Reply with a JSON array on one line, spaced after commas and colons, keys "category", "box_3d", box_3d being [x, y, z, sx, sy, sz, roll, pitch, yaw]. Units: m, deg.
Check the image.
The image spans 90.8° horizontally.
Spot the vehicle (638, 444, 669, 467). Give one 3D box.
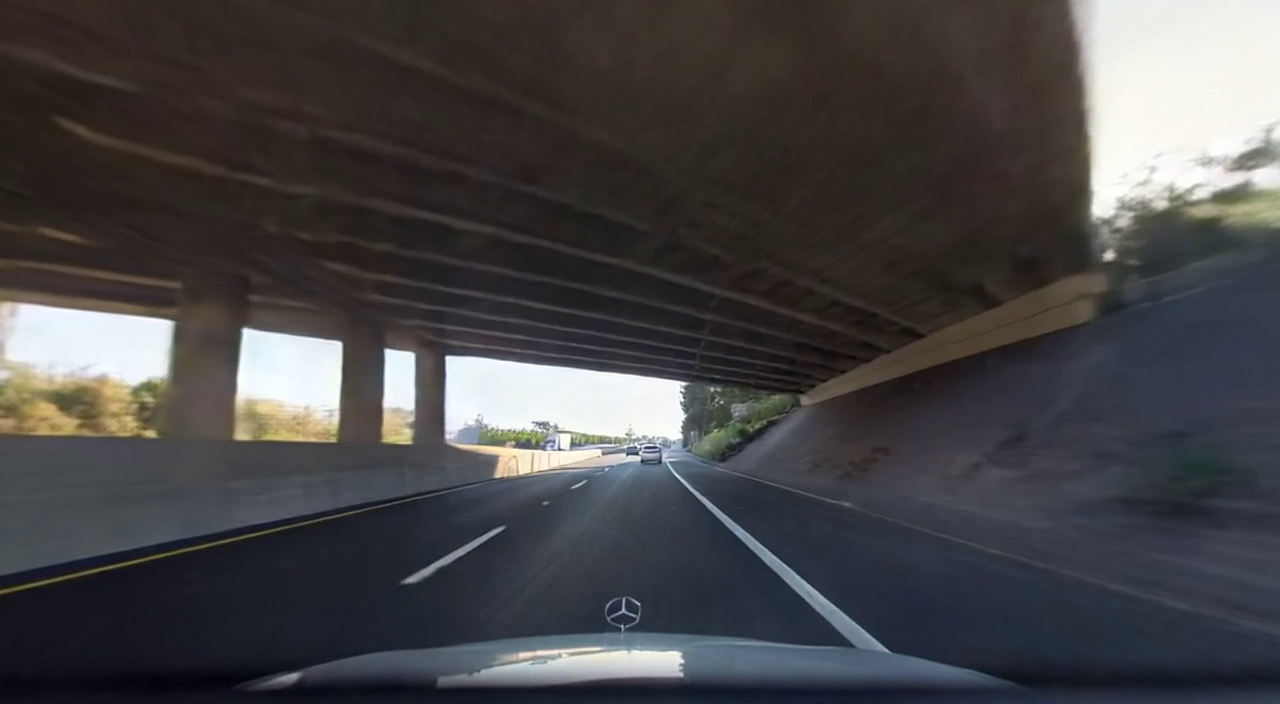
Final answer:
[{"category": "vehicle", "box_3d": [1.000, 7.788, 47.503, 2.221, 1.603, 4.149, 0, -9, 1]}]
